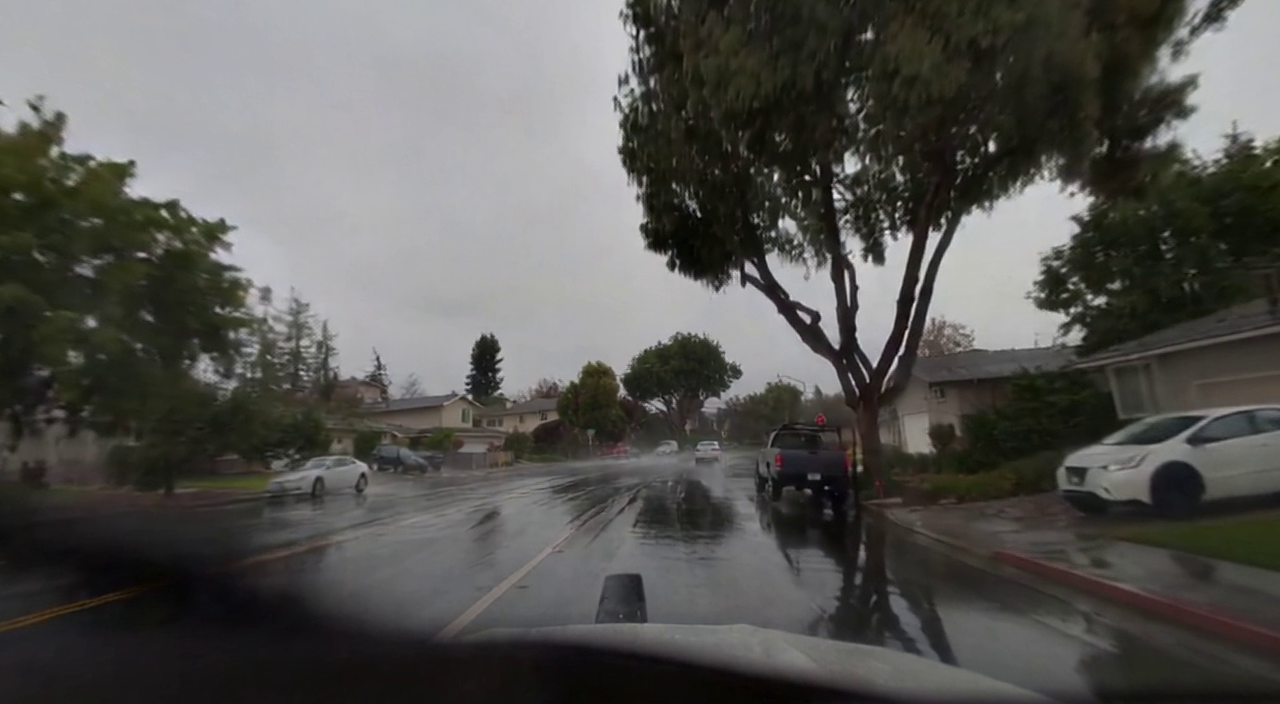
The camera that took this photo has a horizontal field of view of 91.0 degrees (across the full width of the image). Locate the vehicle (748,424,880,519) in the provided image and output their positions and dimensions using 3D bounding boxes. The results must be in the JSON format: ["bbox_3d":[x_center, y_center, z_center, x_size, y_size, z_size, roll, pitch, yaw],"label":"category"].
[{"bbox_3d":[4.250,3.006,16.533,2.516,2.019,5.790,-1,-8,8],"label":"vehicle"}]

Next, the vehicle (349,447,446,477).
[{"bbox_3d":[-15.182,6.901,39.595,5.177,1.779,2.199,-1,-8,4],"label":"vehicle"}]

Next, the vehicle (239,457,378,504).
[{"bbox_3d":[-12.277,4.755,23.794,2.118,1.496,5.030,-3,-10,6],"label":"vehicle"}]

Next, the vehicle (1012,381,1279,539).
[{"bbox_3d":[9.239,1.536,9.965,5.085,1.795,2.183,-9,-9,3],"label":"vehicle"}]

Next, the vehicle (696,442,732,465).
[{"bbox_3d":[5.094,6.894,42.758,1.955,1.459,4.383,-2,-9,13],"label":"vehicle"}]

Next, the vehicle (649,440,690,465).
[{"bbox_3d":[2.167,7.219,45.440,2.178,1.695,4.339,-2,-9,13],"label":"vehicle"}]
